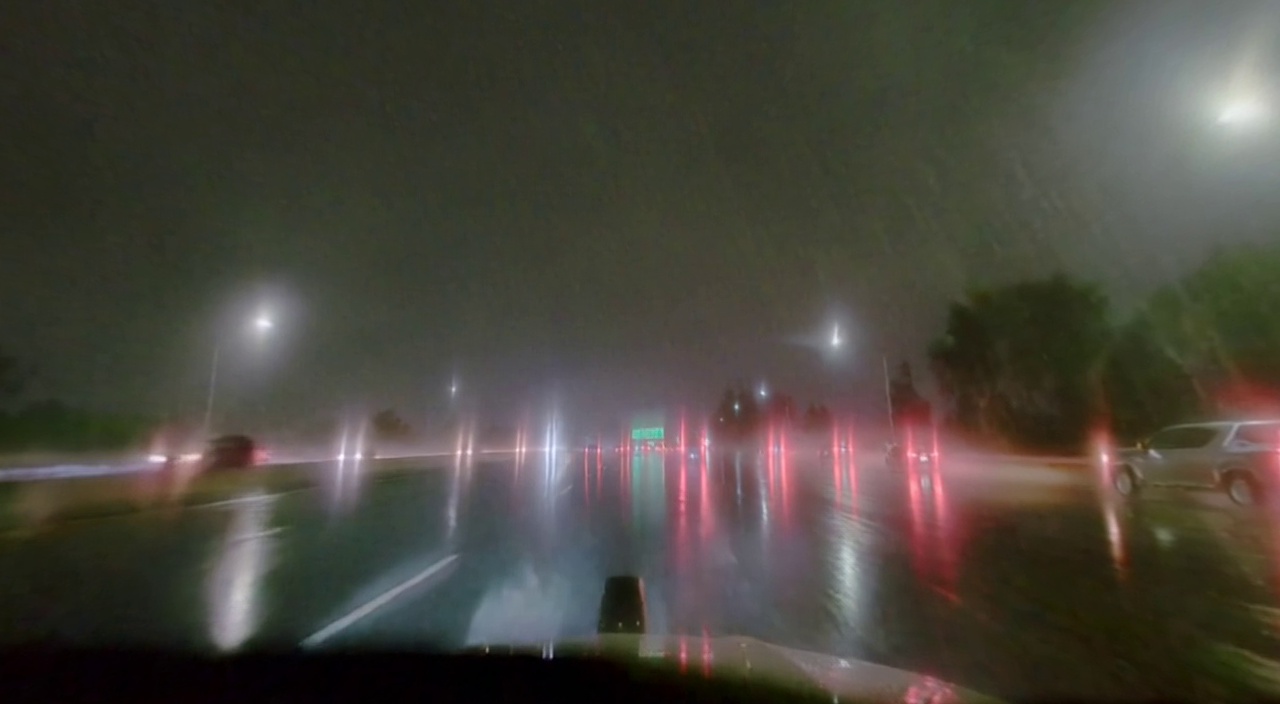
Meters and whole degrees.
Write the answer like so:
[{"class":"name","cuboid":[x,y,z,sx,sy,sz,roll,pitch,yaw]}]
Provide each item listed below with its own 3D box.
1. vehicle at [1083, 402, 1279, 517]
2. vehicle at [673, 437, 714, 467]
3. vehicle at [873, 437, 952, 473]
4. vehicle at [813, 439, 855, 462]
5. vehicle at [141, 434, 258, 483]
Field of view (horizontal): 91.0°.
[{"class":"vehicle","cuboid":[13.441,2.385,14.152,2.442,2.140,6.462,0,-9,2]},{"class":"vehicle","cuboid":[3.371,6.421,40.561,2.147,1.794,4.538,0,-9,0]},{"class":"vehicle","cuboid":[14.264,5.407,33.291,2.116,1.754,4.727,0,-9,1]},{"class":"vehicle","cuboid":[15.223,7.795,49.699,2.020,1.707,4.424,0,-9,2]},{"class":"vehicle","cuboid":[-21.719,5.266,31.392,2.114,2.191,5.068,0,-9,0]}]
